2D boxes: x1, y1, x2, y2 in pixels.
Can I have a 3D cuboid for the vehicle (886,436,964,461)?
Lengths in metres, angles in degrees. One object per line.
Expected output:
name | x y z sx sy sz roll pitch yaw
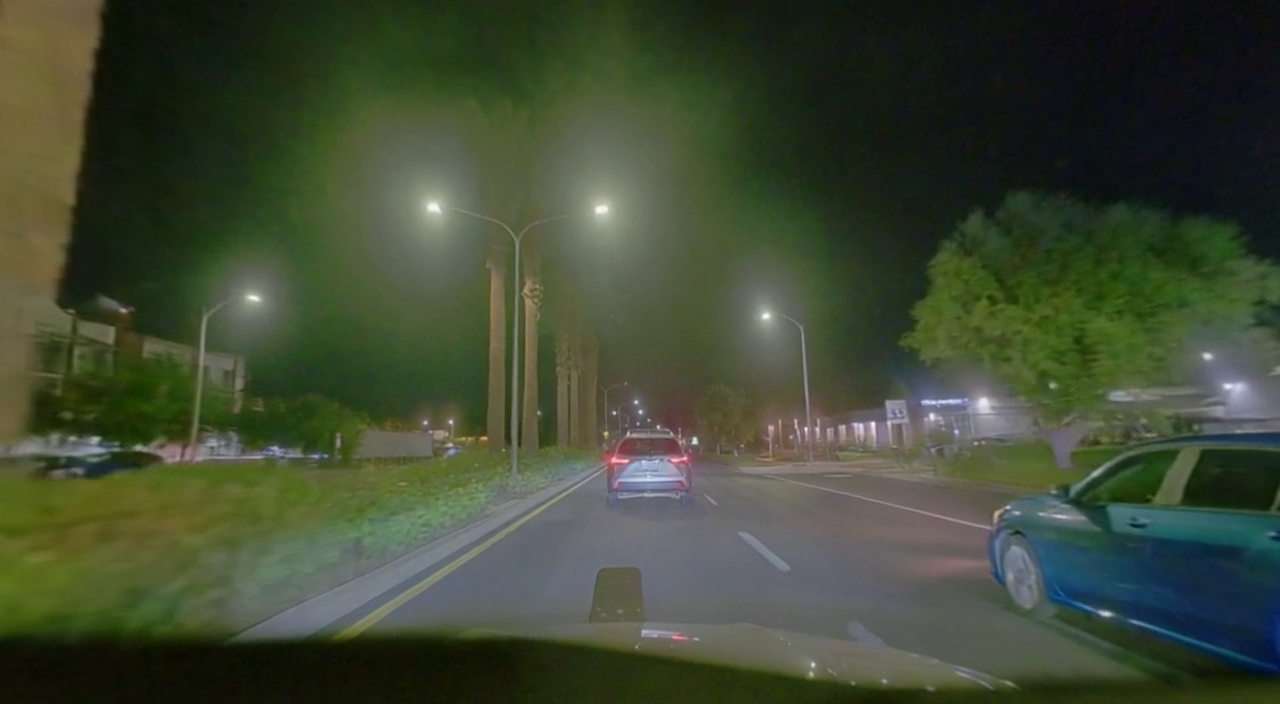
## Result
vehicle | 19.414 6.596 43.149 4.392 1.628 1.982 0 -8 -2

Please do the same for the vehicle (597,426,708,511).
vehicle | 0.212 2.669 14.978 2.239 1.693 4.301 0 -8 -1

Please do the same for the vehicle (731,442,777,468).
vehicle | 6.993 6.360 39.236 1.930 1.457 4.267 0 -8 -2

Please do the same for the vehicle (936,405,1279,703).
vehicle | 3.880 1.128 3.847 1.941 1.472 4.570 0 -8 0

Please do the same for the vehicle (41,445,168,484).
vehicle | -26.170 5.503 31.159 1.975 1.722 4.761 0 -9 2
